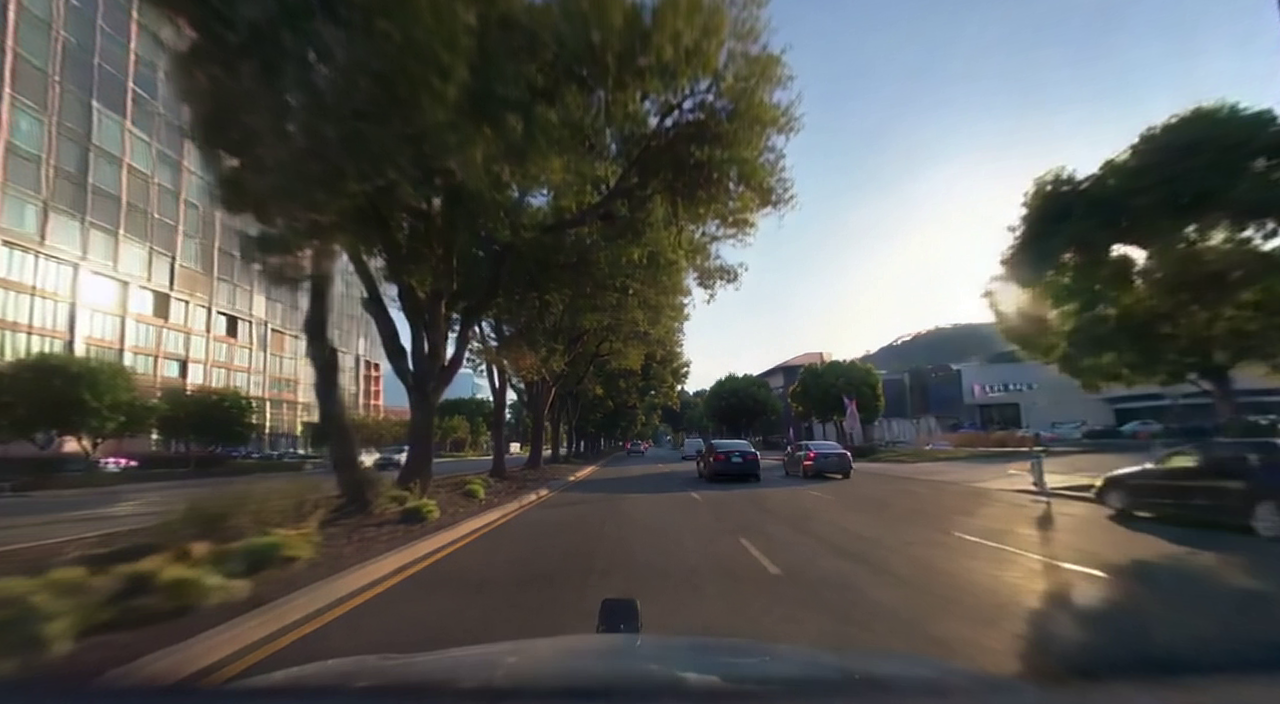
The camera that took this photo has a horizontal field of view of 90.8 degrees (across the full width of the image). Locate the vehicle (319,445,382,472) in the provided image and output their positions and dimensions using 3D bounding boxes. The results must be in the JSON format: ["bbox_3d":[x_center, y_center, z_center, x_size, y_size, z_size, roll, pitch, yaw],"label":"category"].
[{"bbox_3d":[-19.646,7.203,43.122,2.071,1.743,4.749,0,-8,0],"label":"vehicle"}]

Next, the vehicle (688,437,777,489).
[{"bbox_3d":[2.876,3.576,20.747,2.131,1.491,4.496,0,-8,-2],"label":"vehicle"}]

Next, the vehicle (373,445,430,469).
[{"bbox_3d":[-16.612,7.302,44.247,2.031,1.607,4.759,0,-8,1],"label":"vehicle"}]

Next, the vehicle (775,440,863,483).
[{"bbox_3d":[6.504,4.019,23.488,1.912,1.411,4.380,0,-8,-1],"label":"vehicle"}]

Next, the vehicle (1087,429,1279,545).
[{"bbox_3d":[9.800,2.044,9.904,1.952,1.574,5.052,0,-8,1],"label":"vehicle"}]
